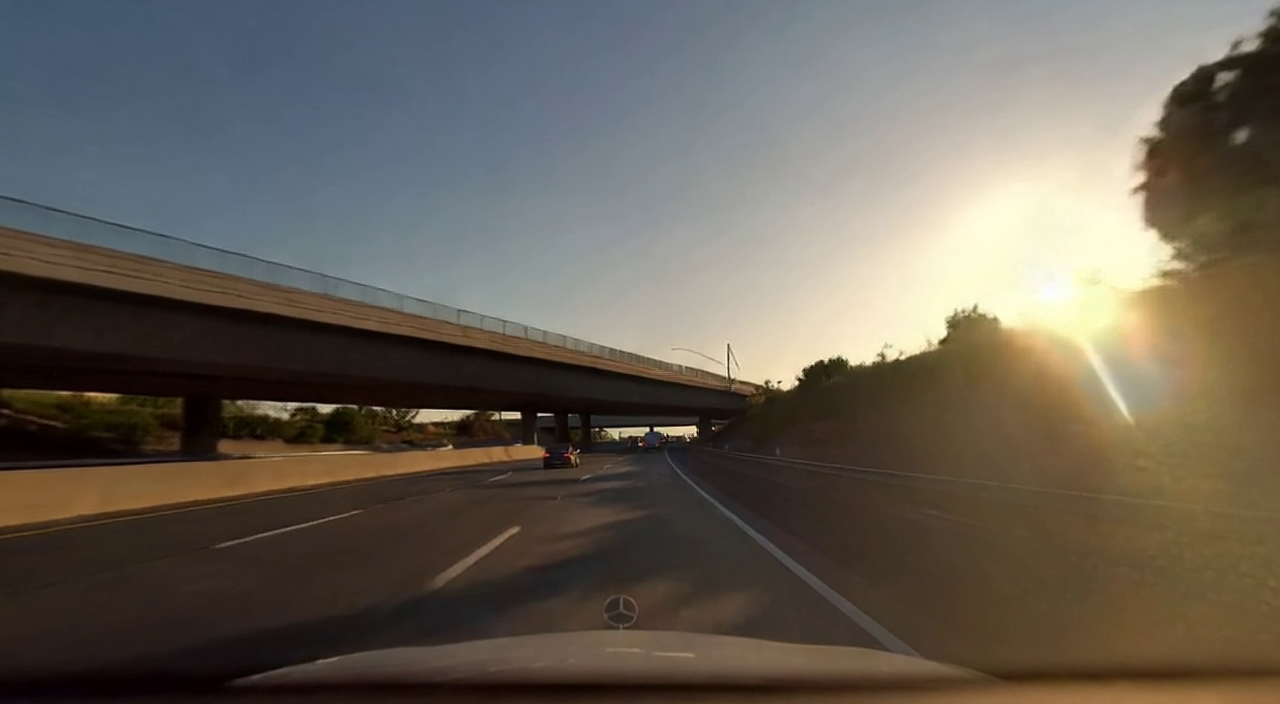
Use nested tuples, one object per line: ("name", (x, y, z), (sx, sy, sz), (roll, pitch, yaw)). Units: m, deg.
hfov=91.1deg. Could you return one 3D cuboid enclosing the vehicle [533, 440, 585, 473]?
("vehicle", (-4.043, 5.320, 32.142), (1.961, 1.540, 4.487), (-1, -9, 2))
